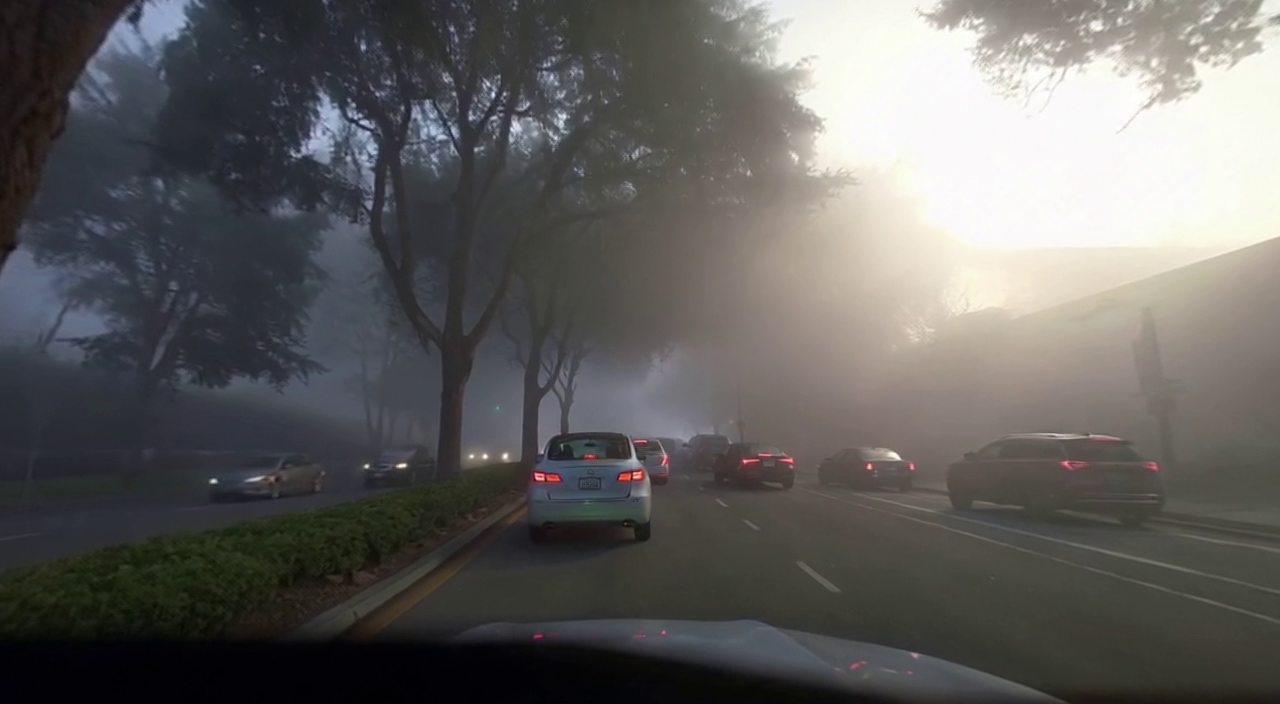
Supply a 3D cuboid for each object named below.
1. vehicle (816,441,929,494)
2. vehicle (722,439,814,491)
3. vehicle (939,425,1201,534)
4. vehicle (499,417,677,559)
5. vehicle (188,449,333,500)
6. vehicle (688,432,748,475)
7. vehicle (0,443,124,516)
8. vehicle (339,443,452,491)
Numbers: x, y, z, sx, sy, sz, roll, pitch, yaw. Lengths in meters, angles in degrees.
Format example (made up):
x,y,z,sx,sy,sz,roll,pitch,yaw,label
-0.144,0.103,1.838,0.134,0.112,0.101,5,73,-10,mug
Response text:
x,y,z,sx,sy,sz,roll,pitch,yaw,label
7.245,3.619,20.214,1.977,1.485,4.308,0,-8,0,vehicle
4.007,3.625,20.625,2.175,1.477,4.520,0,-8,1,vehicle
7.871,2.350,12.249,2.168,1.709,4.289,0,-8,3,vehicle
-0.769,1.894,9.462,2.106,1.655,3.717,1,-8,-5,vehicle
-11.954,3.860,20.358,1.866,1.404,4.507,0,-8,0,vehicle
3.533,4.727,29.575,2.114,1.846,4.659,0,-8,-1,vehicle
-16.799,3.305,16.595,2.027,1.789,5.259,0,-8,0,vehicle
-8.324,3.930,22.045,2.039,1.466,4.553,0,-8,1,vehicle
